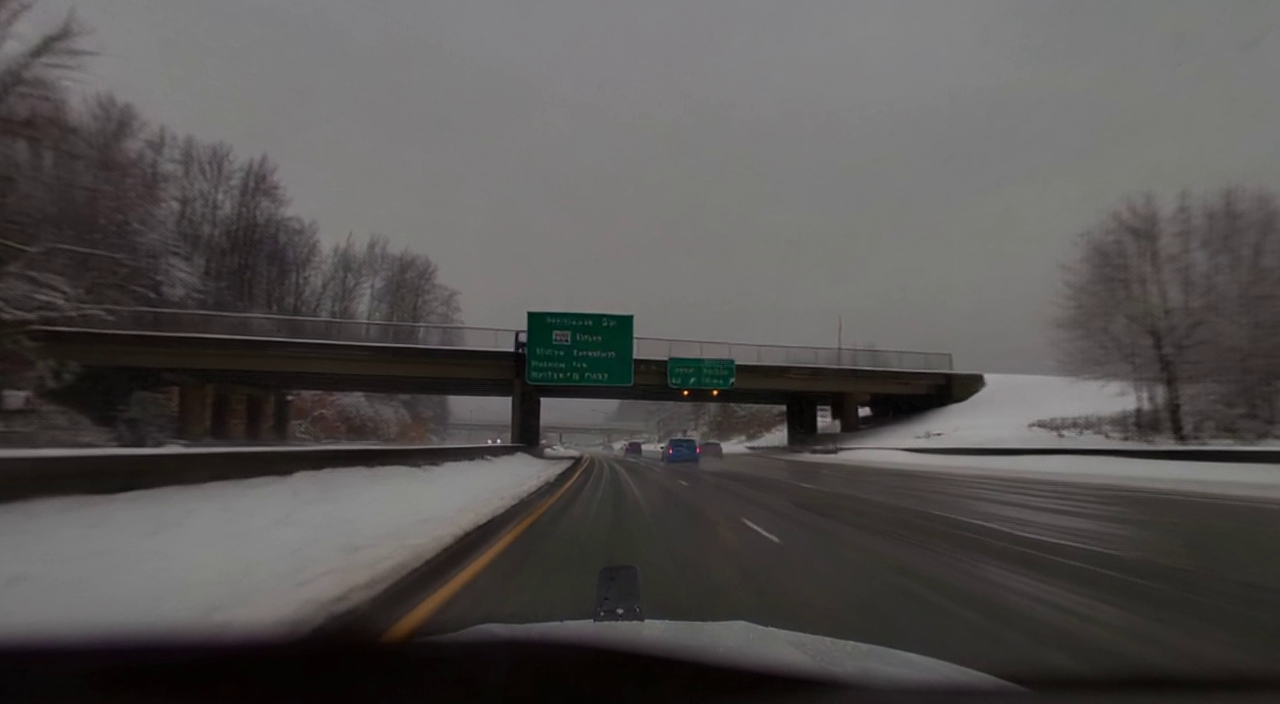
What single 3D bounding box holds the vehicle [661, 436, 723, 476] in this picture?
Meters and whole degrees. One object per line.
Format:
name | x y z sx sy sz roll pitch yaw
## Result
vehicle | 2.275 4.777 28.911 2.337 1.633 4.222 0 -9 -2
